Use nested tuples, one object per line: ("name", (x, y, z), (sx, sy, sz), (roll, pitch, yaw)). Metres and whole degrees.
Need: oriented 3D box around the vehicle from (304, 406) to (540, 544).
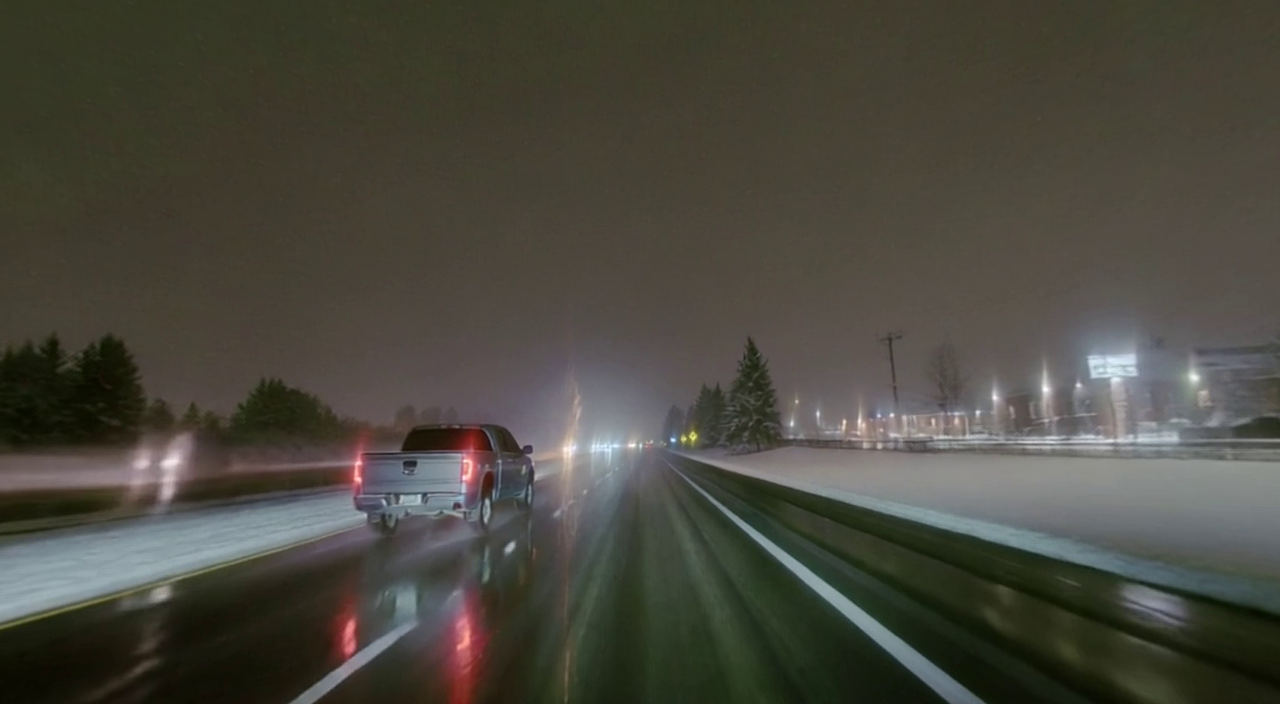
("vehicle", (-3.531, 2.151, 11.753), (2.350, 1.932, 5.562), (0, -8, 1))
